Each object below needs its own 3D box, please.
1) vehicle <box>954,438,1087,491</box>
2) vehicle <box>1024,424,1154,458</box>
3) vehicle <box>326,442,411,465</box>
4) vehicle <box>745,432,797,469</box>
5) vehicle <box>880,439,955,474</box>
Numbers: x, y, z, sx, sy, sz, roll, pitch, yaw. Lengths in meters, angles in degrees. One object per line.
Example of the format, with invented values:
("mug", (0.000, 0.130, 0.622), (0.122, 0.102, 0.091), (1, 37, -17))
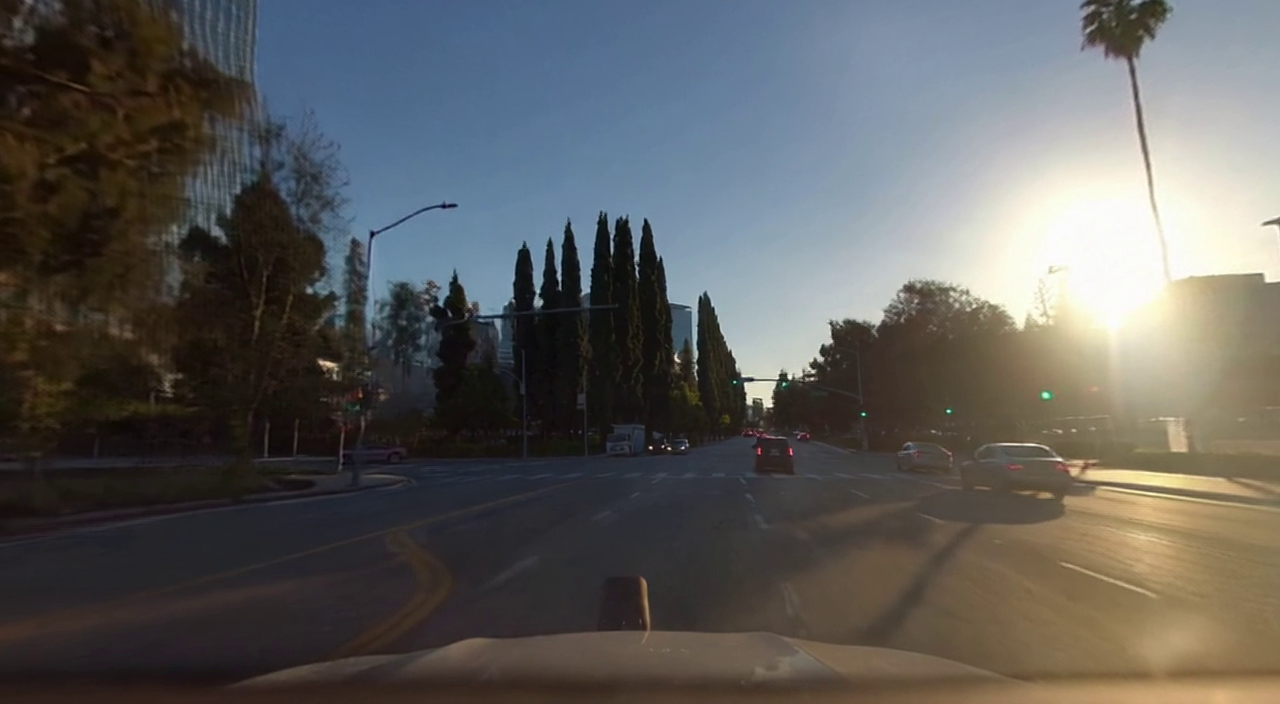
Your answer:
("vehicle", (11.644, 3.445, 19.600), (1.896, 1.463, 4.296), (-1, -9, 7))
("vehicle", (28.392, 5.695, 39.929), (6.170, 1.978, 2.399), (-1, -9, 7))
("vehicle", (-18.388, 6.904, 42.650), (4.856, 1.528, 2.053), (-1, -10, 8))
("vehicle", (6.720, 5.090, 32.543), (2.203, 1.801, 4.331), (-1, -9, 6))
("vehicle", (12.624, 4.776, 28.887), (1.860, 1.460, 4.379), (-1, -9, 6))
